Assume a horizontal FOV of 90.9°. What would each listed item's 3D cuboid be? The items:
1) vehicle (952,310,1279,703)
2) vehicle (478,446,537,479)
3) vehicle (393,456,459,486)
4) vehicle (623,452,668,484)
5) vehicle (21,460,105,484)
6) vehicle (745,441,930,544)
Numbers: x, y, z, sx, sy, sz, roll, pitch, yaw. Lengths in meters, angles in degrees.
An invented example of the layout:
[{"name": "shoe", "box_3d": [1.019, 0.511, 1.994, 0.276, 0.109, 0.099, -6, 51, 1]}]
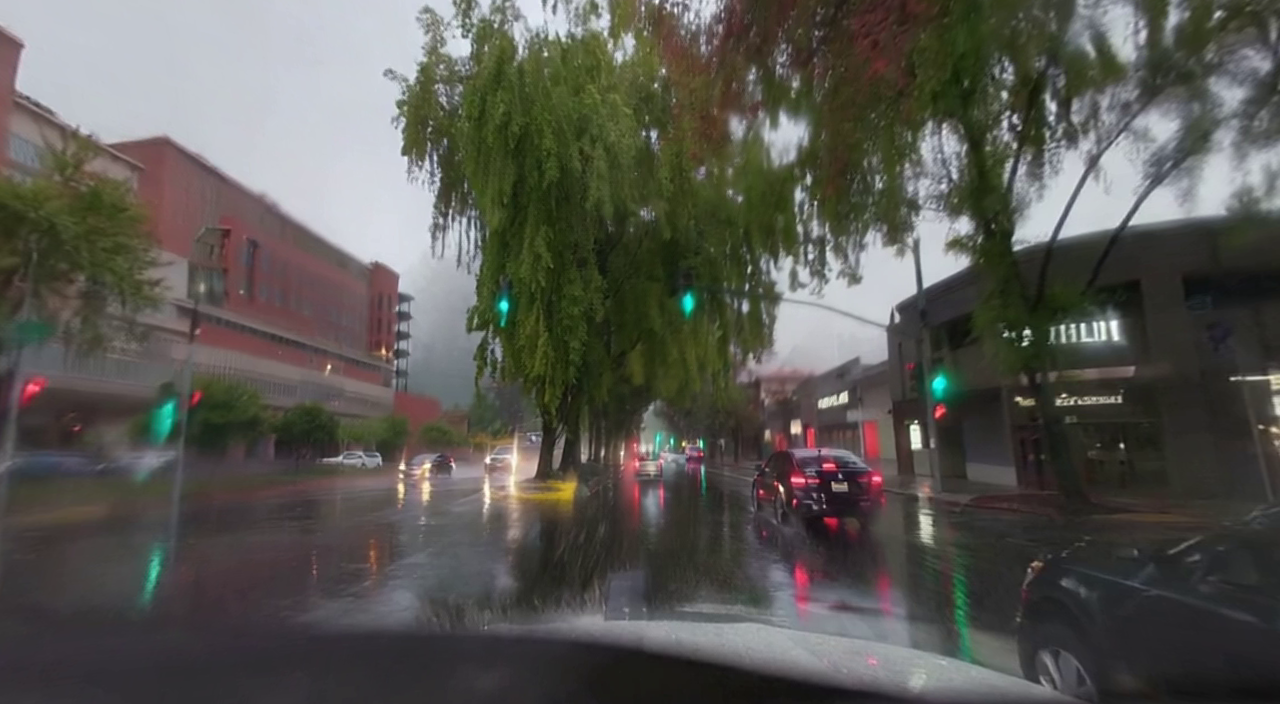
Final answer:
[{"name": "vehicle", "box_3d": [3.099, 0.724, 1.810, 2.143, 1.759, 4.531, 0, -8, 1]}, {"name": "vehicle", "box_3d": [-8.179, 6.852, 39.557, 2.329, 1.921, 5.842, 0, -8, 1]}, {"name": "vehicle", "box_3d": [-11.949, 6.642, 35.507, 2.022, 1.459, 4.670, 0, -8, 1]}, {"name": "vehicle", "box_3d": [0.239, 5.376, 29.463, 1.945, 1.343, 3.827, 0, -8, 0]}, {"name": "vehicle", "box_3d": [-44.392, 9.238, 48.567, 4.430, 1.765, 2.075, 0, -8, 1]}, {"name": "vehicle", "box_3d": [3.285, 2.398, 11.454, 1.989, 1.498, 4.050, 0, -8, -1]}]
